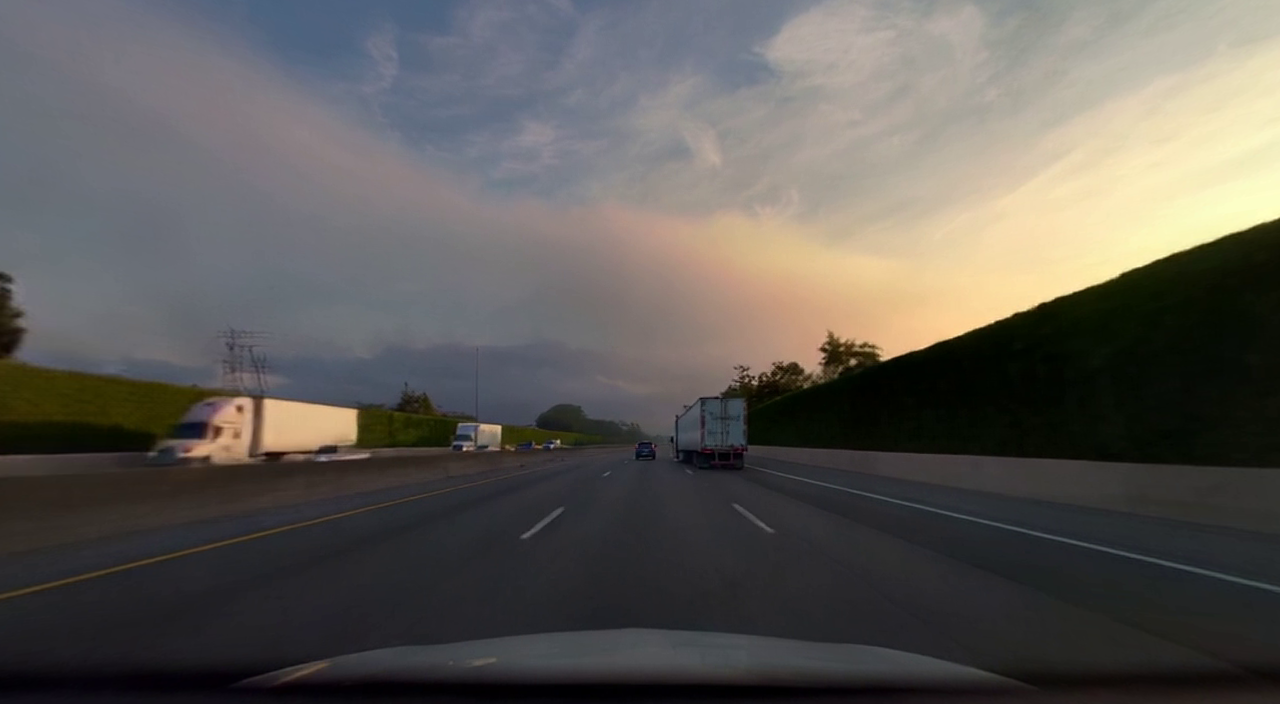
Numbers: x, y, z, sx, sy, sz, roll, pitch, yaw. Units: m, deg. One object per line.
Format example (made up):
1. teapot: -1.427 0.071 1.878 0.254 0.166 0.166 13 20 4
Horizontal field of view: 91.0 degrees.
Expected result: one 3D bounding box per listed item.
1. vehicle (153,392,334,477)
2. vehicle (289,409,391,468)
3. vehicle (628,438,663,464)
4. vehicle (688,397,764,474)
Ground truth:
1. vehicle: -20.762 4.520 34.135 2.934 3.887 10.188 0 -8 1
2. vehicle: -20.575 6.029 43.861 2.810 3.700 8.248 0 -8 1
3. vehicle: 0.385 7.019 44.889 2.389 1.760 4.473 0 -8 1
4. vehicle: 4.074 4.251 31.749 2.742 3.383 8.285 0 -8 1
